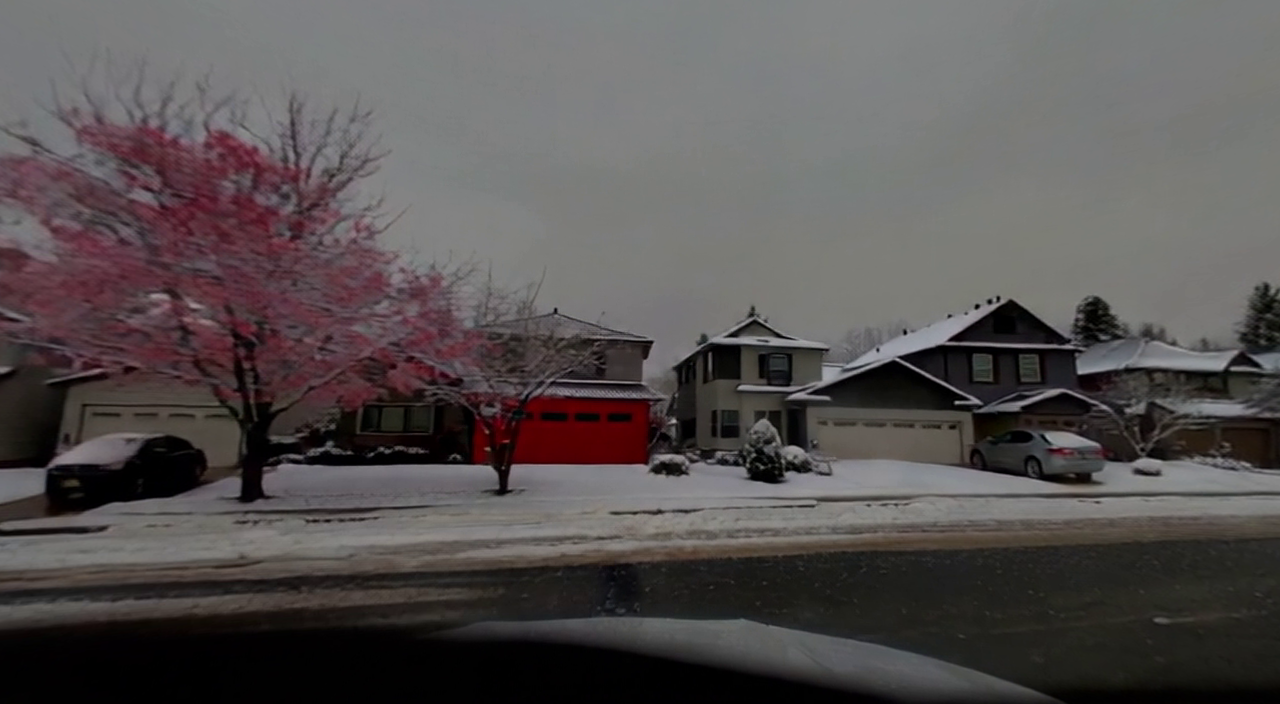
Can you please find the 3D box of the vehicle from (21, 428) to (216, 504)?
[{"bbox_3d":[-11.993,2.623,14.928,1.968,1.491,4.486,3,-9,-18],"label":"vehicle"}]
